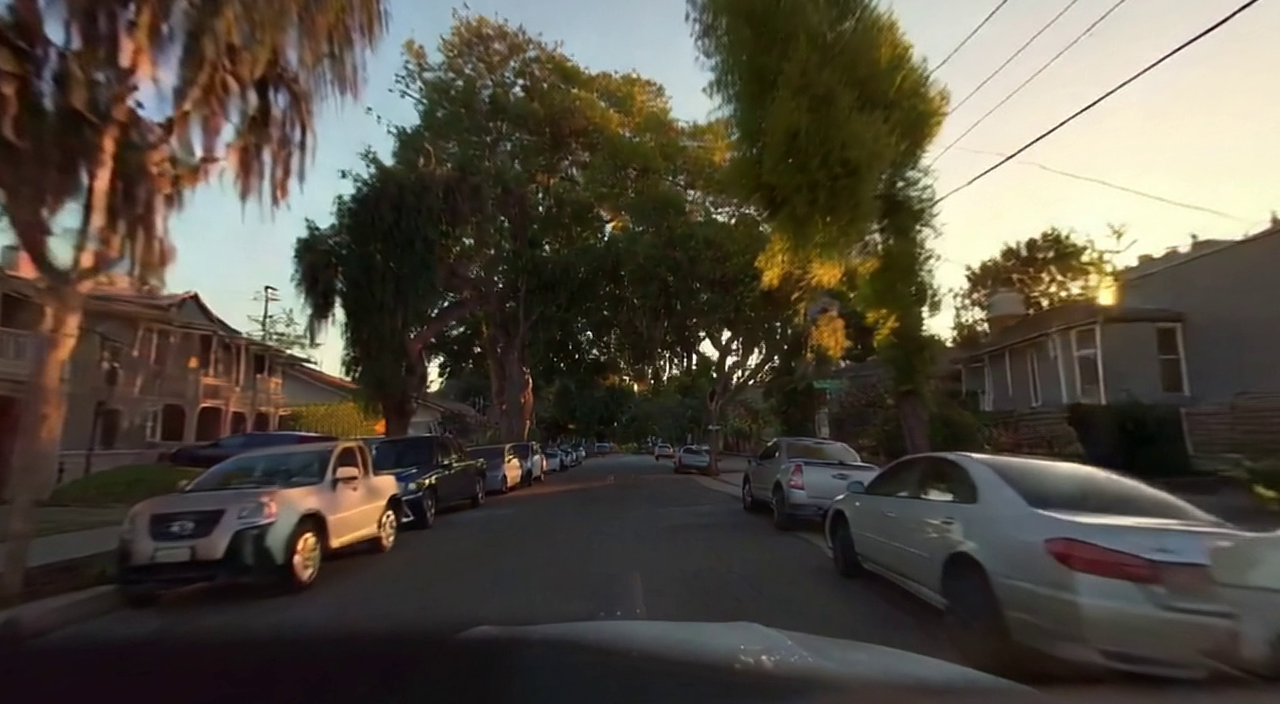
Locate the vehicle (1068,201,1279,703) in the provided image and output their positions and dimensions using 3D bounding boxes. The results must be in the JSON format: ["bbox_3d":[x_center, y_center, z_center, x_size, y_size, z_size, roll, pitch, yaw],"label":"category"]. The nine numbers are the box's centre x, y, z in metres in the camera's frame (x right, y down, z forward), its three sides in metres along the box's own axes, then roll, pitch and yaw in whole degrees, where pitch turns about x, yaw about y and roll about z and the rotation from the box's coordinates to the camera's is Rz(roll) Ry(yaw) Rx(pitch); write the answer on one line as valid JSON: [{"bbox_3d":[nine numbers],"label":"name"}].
[{"bbox_3d":[3.070,0.385,0.488,1.993,2.129,4.893,-1,-7,0],"label":"vehicle"}]

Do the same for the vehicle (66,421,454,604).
[{"bbox_3d":[-4.092,1.762,8.038,1.908,1.493,4.806,4,-8,0],"label":"vehicle"}]

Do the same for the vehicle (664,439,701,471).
[{"bbox_3d":[3.028,7.414,45.793,2.191,2.038,4.962,0,-6,-2],"label":"vehicle"}]

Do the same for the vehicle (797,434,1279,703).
[{"bbox_3d":[3.050,1.557,5.911,1.808,1.428,4.824,-1,-6,-1],"label":"vehicle"}]
